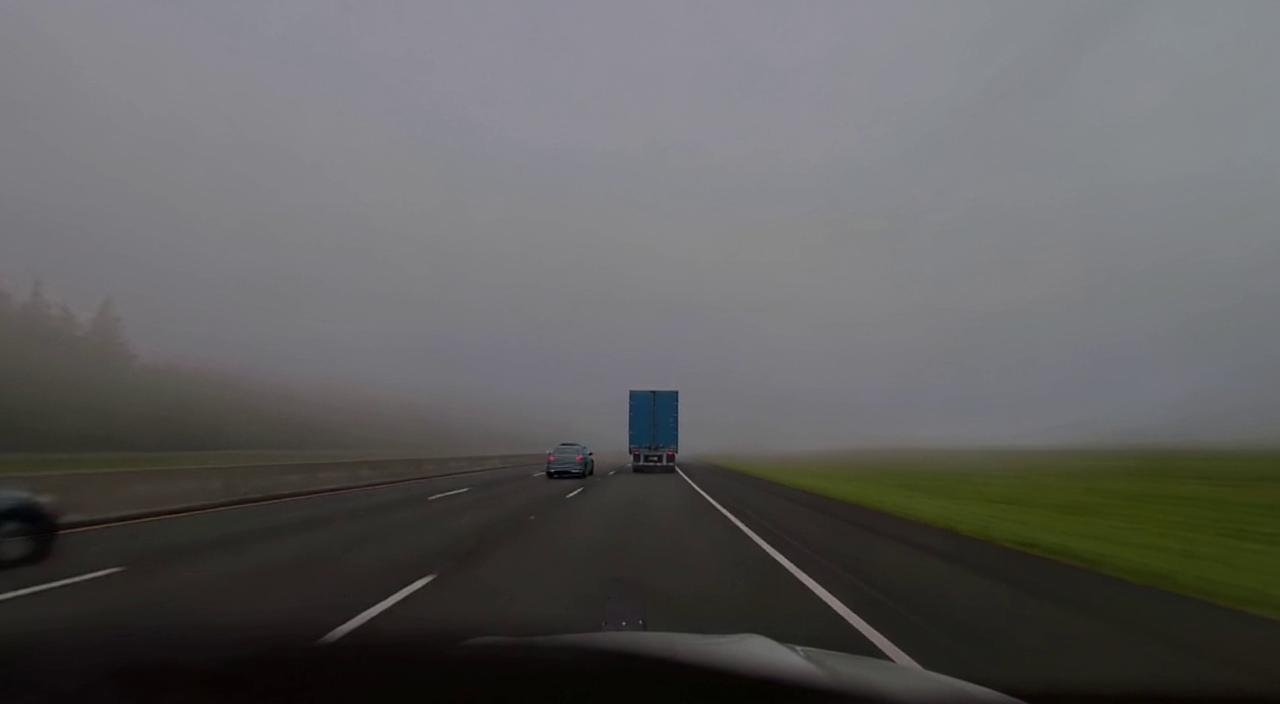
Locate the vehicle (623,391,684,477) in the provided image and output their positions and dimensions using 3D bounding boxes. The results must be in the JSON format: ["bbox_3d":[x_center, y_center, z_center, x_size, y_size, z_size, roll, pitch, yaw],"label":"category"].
[{"bbox_3d":[0.712,5.002,37.968,2.851,4.098,14.436,-2,-8,0],"label":"vehicle"}]

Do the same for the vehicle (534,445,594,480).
[{"bbox_3d":[-3.372,5.005,28.736,2.092,1.465,4.448,0,-9,1],"label":"vehicle"}]
